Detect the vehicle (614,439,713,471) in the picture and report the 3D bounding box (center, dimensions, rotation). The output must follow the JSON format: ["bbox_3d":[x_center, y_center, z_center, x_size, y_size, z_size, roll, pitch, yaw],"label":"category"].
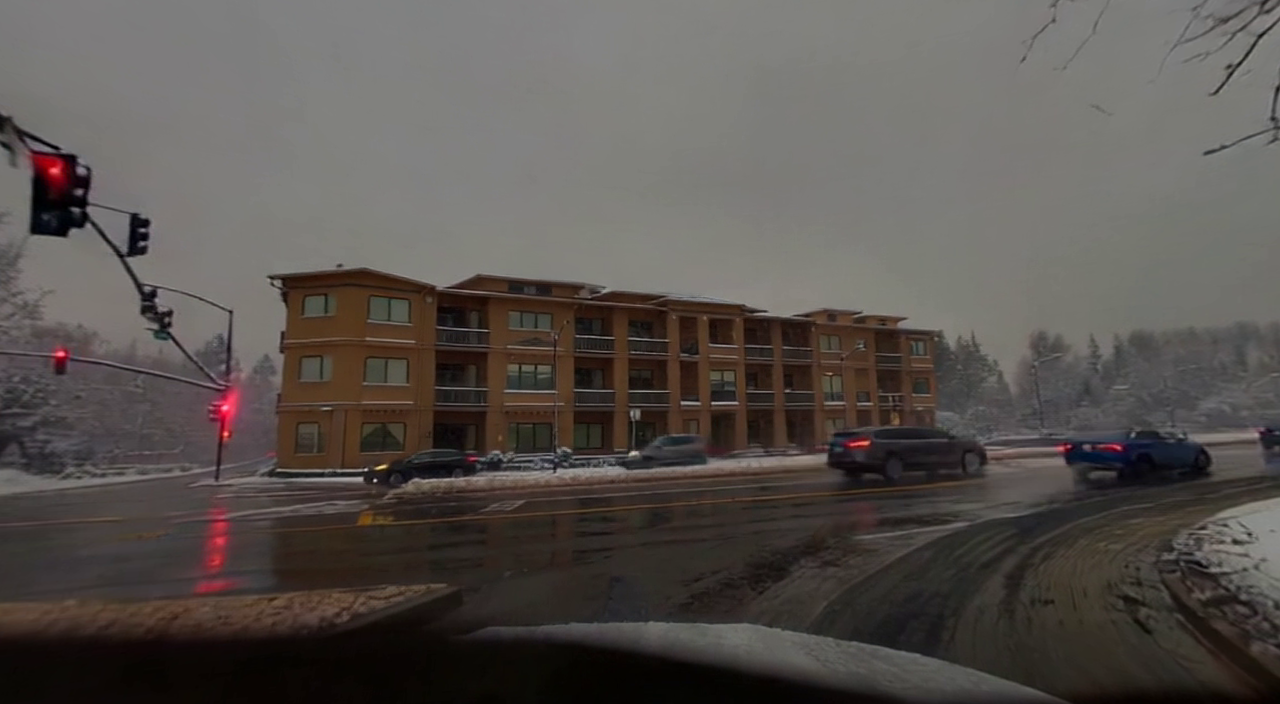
[{"bbox_3d":[1.237,5.258,32.409,4.751,1.487,1.888,4,-9,-26],"label":"vehicle"}]

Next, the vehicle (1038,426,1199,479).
[{"bbox_3d":[14.517,3.022,19.122,4.521,1.433,1.943,4,-9,-26],"label":"vehicle"}]

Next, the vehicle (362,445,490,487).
[{"bbox_3d":[-8.013,4.232,23.698,4.289,1.415,1.774,4,-9,-27],"label":"vehicle"}]

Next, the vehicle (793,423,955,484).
[{"bbox_3d":[7.291,3.135,19.665,4.683,1.678,1.981,4,-9,-26],"label":"vehicle"}]
